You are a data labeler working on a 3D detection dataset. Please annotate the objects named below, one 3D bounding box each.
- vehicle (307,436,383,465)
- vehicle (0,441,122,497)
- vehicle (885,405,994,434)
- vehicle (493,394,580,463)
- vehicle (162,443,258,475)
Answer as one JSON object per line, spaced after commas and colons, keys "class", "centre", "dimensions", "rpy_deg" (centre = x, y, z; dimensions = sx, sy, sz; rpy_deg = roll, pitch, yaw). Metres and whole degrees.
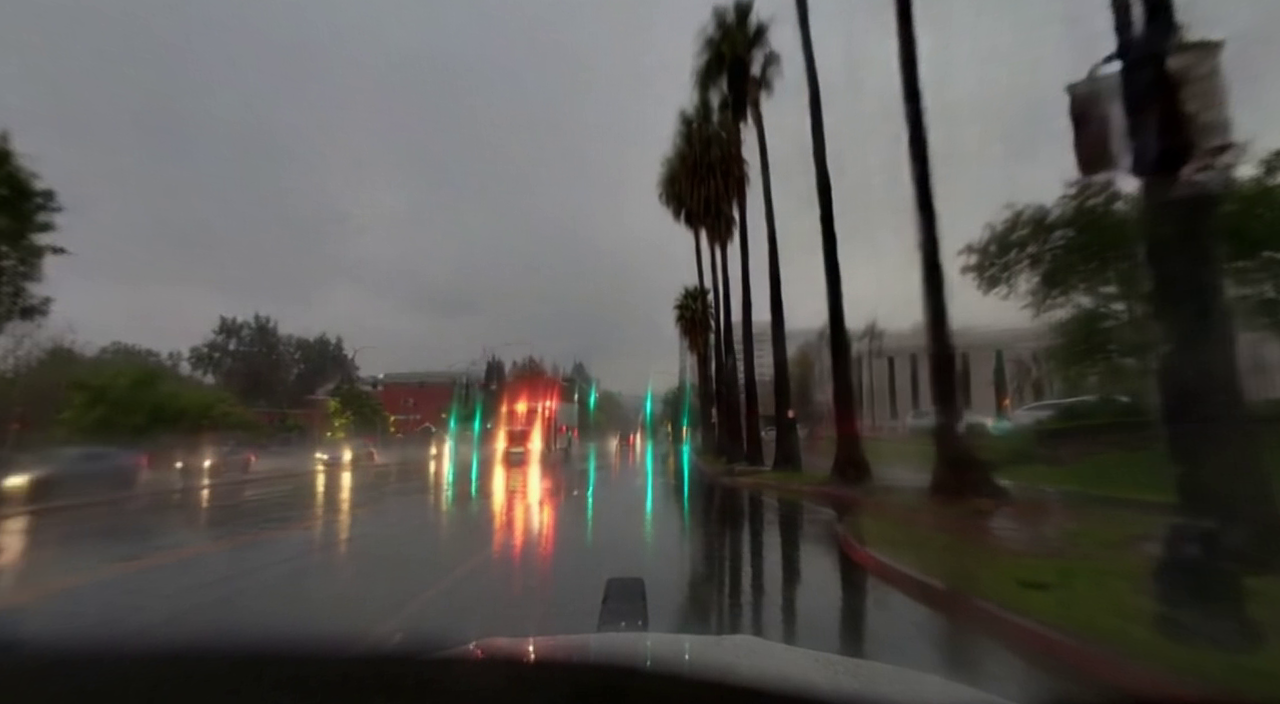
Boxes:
{"class": "vehicle", "centre": [-21.320, 7.157, 45.683], "dimensions": [2.460, 1.958, 5.843], "rpy_deg": [0, -8, 2]}
{"class": "vehicle", "centre": [-21.871, 4.197, 22.946], "dimensions": [1.988, 1.811, 4.399], "rpy_deg": [0, -8, 2]}
{"class": "vehicle", "centre": [15.504, 3.541, 32.696], "dimensions": [4.663, 1.457, 2.045], "rpy_deg": [0, -7, 2]}
{"class": "vehicle", "centre": [-6.188, 5.022, 39.999], "dimensions": [3.008, 3.730, 11.786], "rpy_deg": [0, -8, 3]}
{"class": "vehicle", "centre": [-25.692, 6.351, 37.767], "dimensions": [2.005, 1.771, 5.072], "rpy_deg": [0, -8, 2]}
